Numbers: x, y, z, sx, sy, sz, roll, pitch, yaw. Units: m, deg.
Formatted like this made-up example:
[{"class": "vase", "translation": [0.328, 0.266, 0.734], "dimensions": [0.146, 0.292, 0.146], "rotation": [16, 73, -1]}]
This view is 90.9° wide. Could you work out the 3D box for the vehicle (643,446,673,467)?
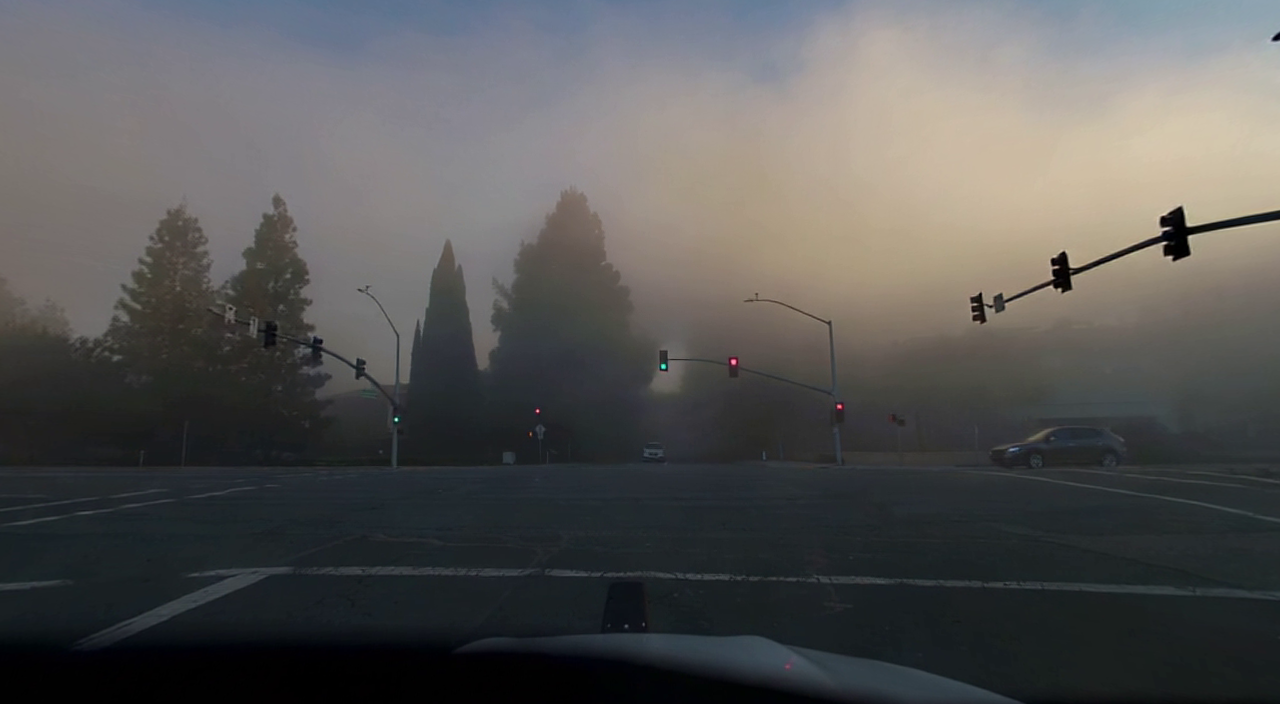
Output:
[{"class": "vehicle", "translation": [1.286, 7.641, 46.445], "dimensions": [2.132, 1.449, 4.235], "rotation": [0, -9, 0]}]
